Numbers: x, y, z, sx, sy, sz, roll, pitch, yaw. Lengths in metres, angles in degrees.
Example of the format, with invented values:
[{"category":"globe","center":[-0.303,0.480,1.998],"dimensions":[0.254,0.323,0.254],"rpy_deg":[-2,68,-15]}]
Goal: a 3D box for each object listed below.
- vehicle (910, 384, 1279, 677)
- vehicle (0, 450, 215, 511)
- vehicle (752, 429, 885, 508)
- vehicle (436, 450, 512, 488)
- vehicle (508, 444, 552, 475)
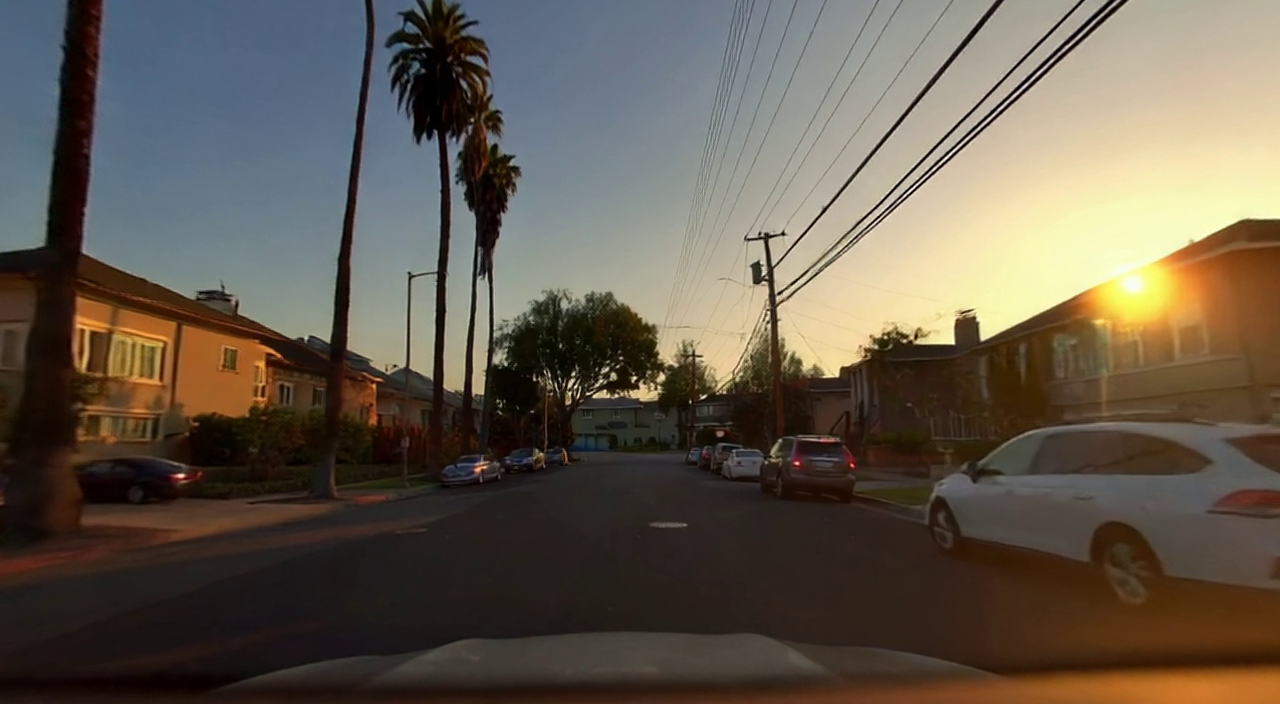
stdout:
[{"category":"vehicle","center":[4.716,1.415,6.129],"dimensions":[1.922,1.761,4.633],"rpy_deg":[0,-8,-3]},{"category":"vehicle","center":[-14.294,3.420,17.030],"dimensions":[4.305,1.505,1.793],"rpy_deg":[0,-8,-1]},{"category":"vehicle","center":[4.634,3.103,17.325],"dimensions":[2.115,1.826,4.871],"rpy_deg":[0,-8,-1]},{"category":"vehicle","center":[-7.215,5.129,27.987],"dimensions":[2.013,1.483,4.645],"rpy_deg":[0,-8,1]},{"category":"vehicle","center":[-7.415,7.278,42.970],"dimensions":[2.077,1.888,4.551],"rpy_deg":[-2,-8,2]}]
